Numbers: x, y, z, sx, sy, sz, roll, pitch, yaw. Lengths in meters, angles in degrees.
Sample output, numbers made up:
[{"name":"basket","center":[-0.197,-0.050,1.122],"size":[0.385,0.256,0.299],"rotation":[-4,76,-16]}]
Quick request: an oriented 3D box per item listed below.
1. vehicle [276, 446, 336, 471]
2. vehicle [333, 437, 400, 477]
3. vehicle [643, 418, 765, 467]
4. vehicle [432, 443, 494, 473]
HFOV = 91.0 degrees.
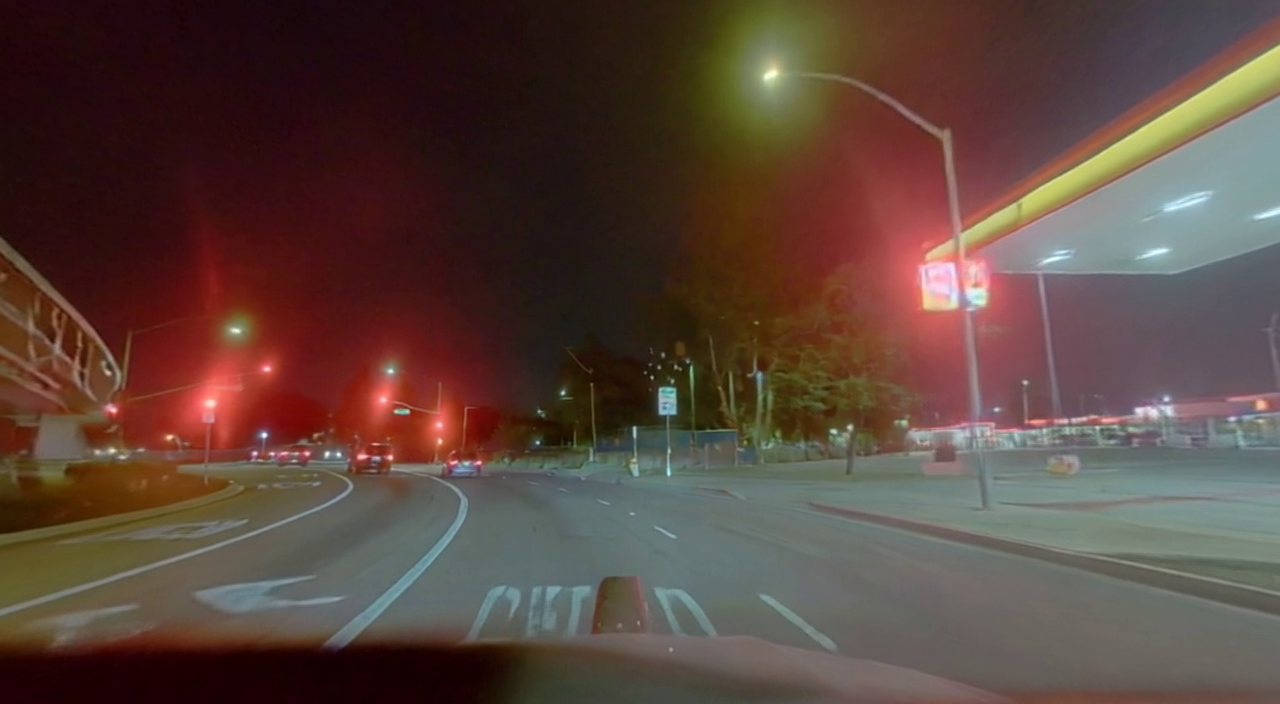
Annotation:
[{"name":"vehicle","center":[-23.265,7.375,43.845],"size":[4.546,1.650,1.940],"rotation":[-7,-11,39]},{"name":"vehicle","center":[-15.106,5.740,34.594],"size":[2.254,2.006,4.766],"rotation":[7,-11,-36]},{"name":"vehicle","center":[4.288,6.223,43.135],"size":[7.741,3.106,2.906],"rotation":[-5,-10,30]},{"name":"vehicle","center":[-11.618,6.880,41.122],"size":[2.202,1.822,4.826],"rotation":[7,-11,-37]}]
